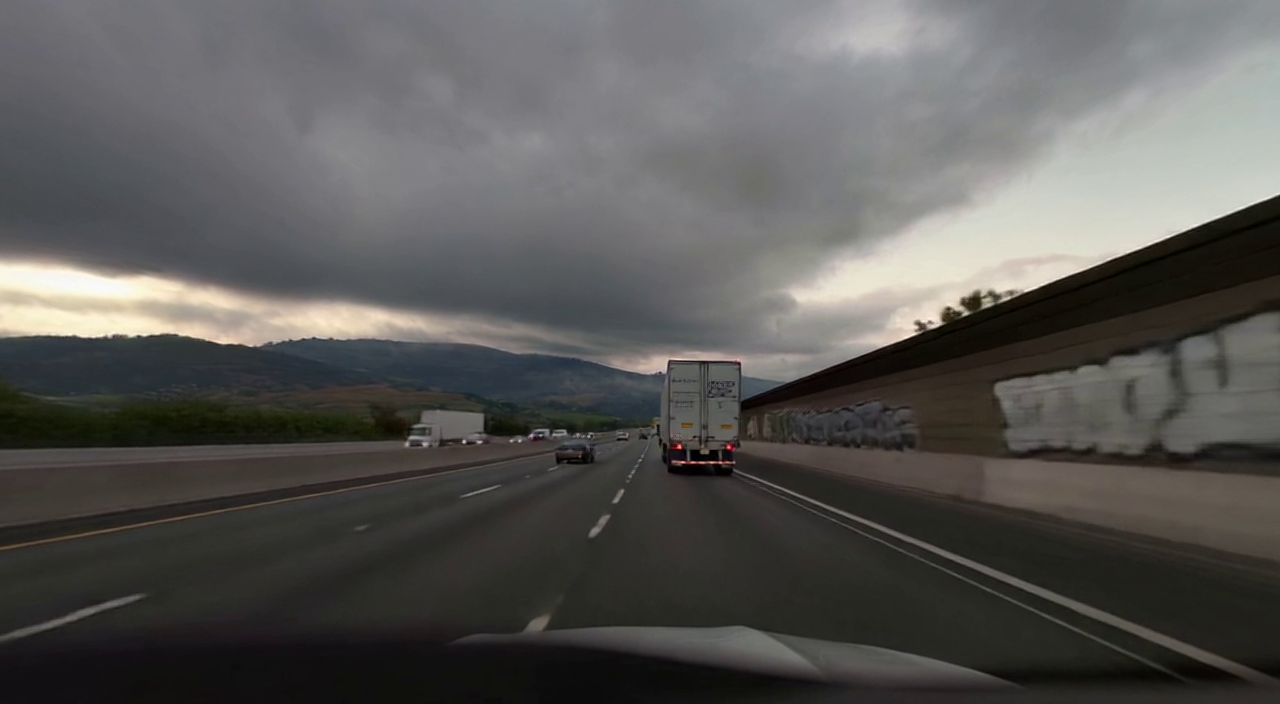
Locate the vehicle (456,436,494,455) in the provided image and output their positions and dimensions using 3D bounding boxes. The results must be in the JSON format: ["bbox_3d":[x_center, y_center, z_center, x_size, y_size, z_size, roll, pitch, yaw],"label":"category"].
[{"bbox_3d":[-12.891,7.296,49.513,1.812,1.402,4.019,0,-8,1],"label":"vehicle"}]

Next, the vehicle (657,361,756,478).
[{"bbox_3d":[2.280,2.886,25.778,2.921,3.765,10.773,0,-8,0],"label":"vehicle"}]

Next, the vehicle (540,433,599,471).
[{"bbox_3d":[-3.084,4.455,28.430,1.982,1.535,4.519,0,-8,2],"label":"vehicle"}]
